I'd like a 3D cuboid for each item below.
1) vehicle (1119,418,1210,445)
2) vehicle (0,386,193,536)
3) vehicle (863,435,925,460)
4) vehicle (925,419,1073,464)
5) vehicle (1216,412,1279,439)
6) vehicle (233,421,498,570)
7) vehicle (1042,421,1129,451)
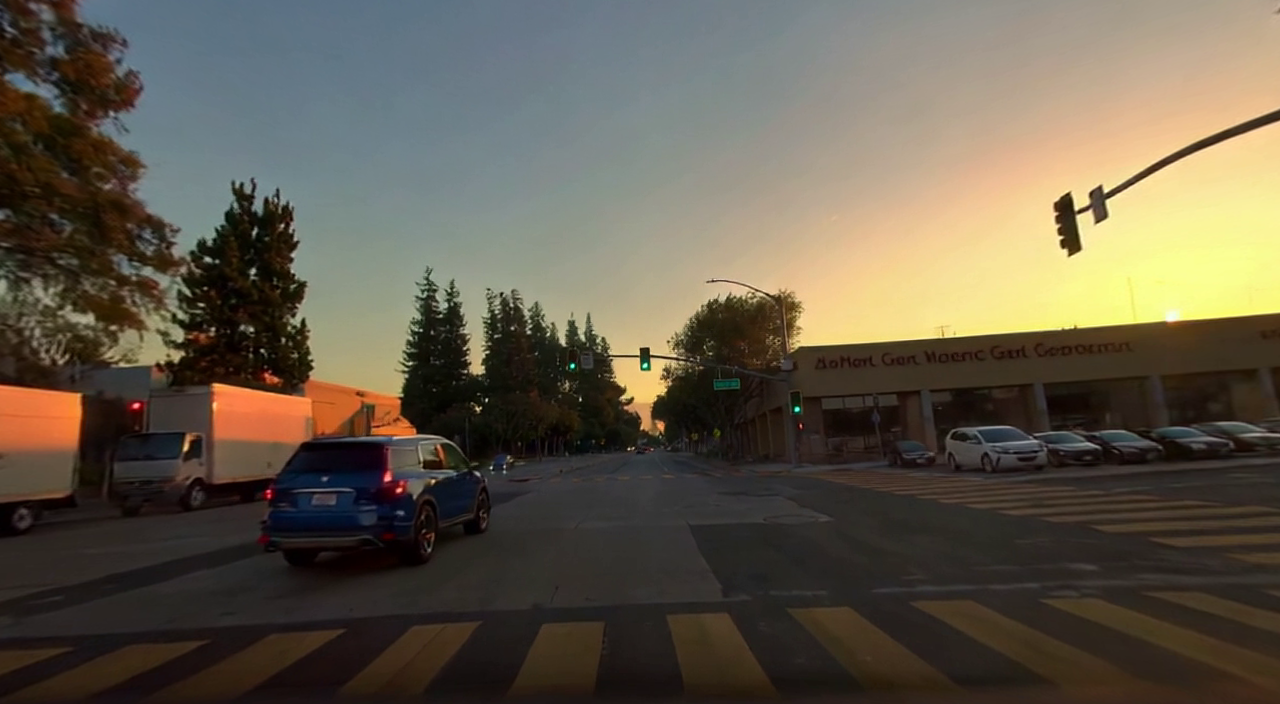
[{"bbox_3d":[31.179,4.789,37.635,1.823,1.480,4.003,0,-9,-3],"label":"vehicle"},{"bbox_3d":[-16.518,2.631,15.273,3.161,3.455,11.058,0,-9,0],"label":"vehicle"},{"bbox_3d":[17.281,6.491,42.956,3.329,1.415,1.821,-5,-9,3],"label":"vehicle"},{"bbox_3d":[13.906,3.496,24.623,4.566,1.670,2.000,0,-9,-3],"label":"vehicle"},{"bbox_3d":[38.332,4.504,38.483,1.715,1.480,4.701,-1,-9,-1],"label":"vehicle"},{"bbox_3d":[-3.594,1.952,9.384,1.934,1.649,4.490,0,-9,0],"label":"vehicle"},{"bbox_3d":[26.458,5.037,37.633,2.011,1.656,4.163,0,-9,-2],"label":"vehicle"}]
